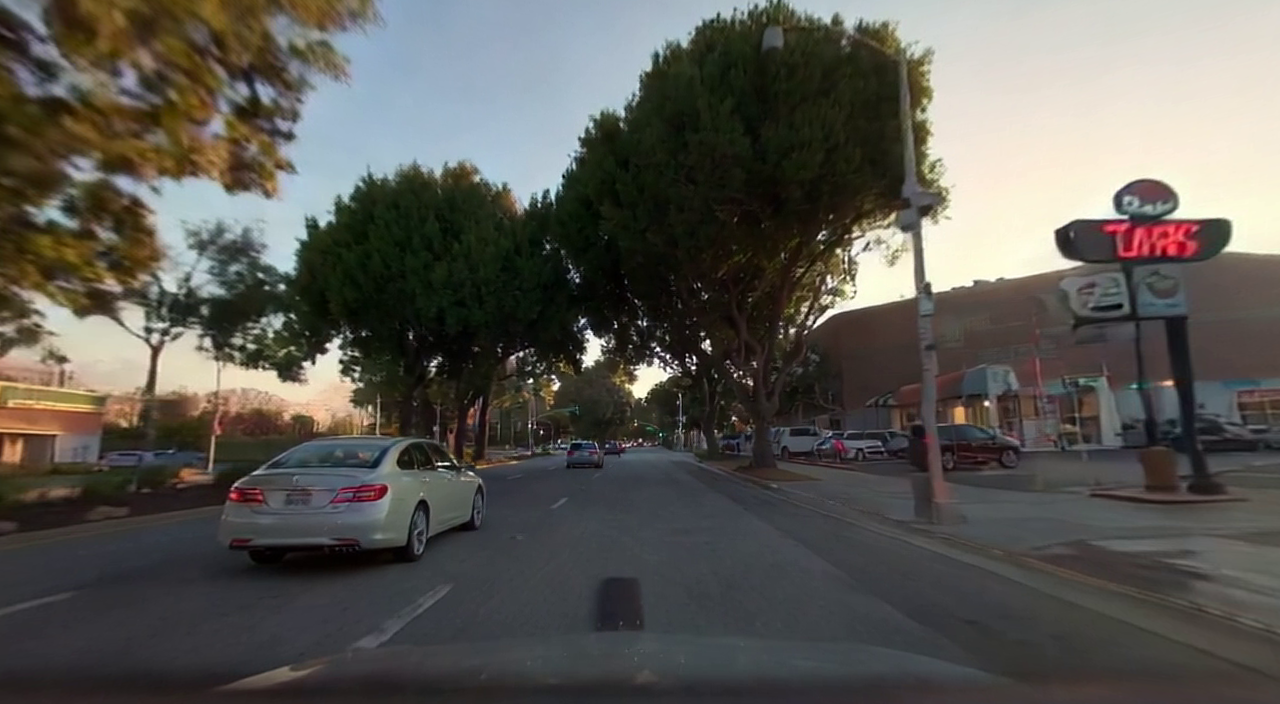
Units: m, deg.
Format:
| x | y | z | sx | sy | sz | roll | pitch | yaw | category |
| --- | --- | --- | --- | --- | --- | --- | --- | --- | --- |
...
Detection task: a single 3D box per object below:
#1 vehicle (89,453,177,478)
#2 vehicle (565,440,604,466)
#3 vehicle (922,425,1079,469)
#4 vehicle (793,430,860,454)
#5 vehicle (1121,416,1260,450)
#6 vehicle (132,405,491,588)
| x | y | z | sx | sy | sz | roll | pitch | yaw | category |
| --- | --- | --- | --- | --- | --- | --- | --- | --- | --- |
| -34.154 | 7.650 | 42.761 | 1.921 | 1.506 | 5.032 | 0 | -9 | -2 | vehicle |
| -3.262 | 6.045 | 37.964 | 1.955 | 1.461 | 4.396 | 0 | -9 | 0 | vehicle |
| 13.511 | 3.612 | 23.898 | 4.697 | 1.518 | 1.990 | -1 | -9 | -1 | vehicle |
| 13.468 | 6.554 | 45.806 | 4.165 | 1.650 | 1.946 | 0 | -9 | -2 | vehicle |
| 26.369 | 3.921 | 30.366 | 4.882 | 1.568 | 1.963 | 0 | -9 | -3 | vehicle |
| -3.550 | 1.672 | 8.127 | 2.126 | 1.655 | 4.560 | 0 | -9 | 0 | vehicle |
